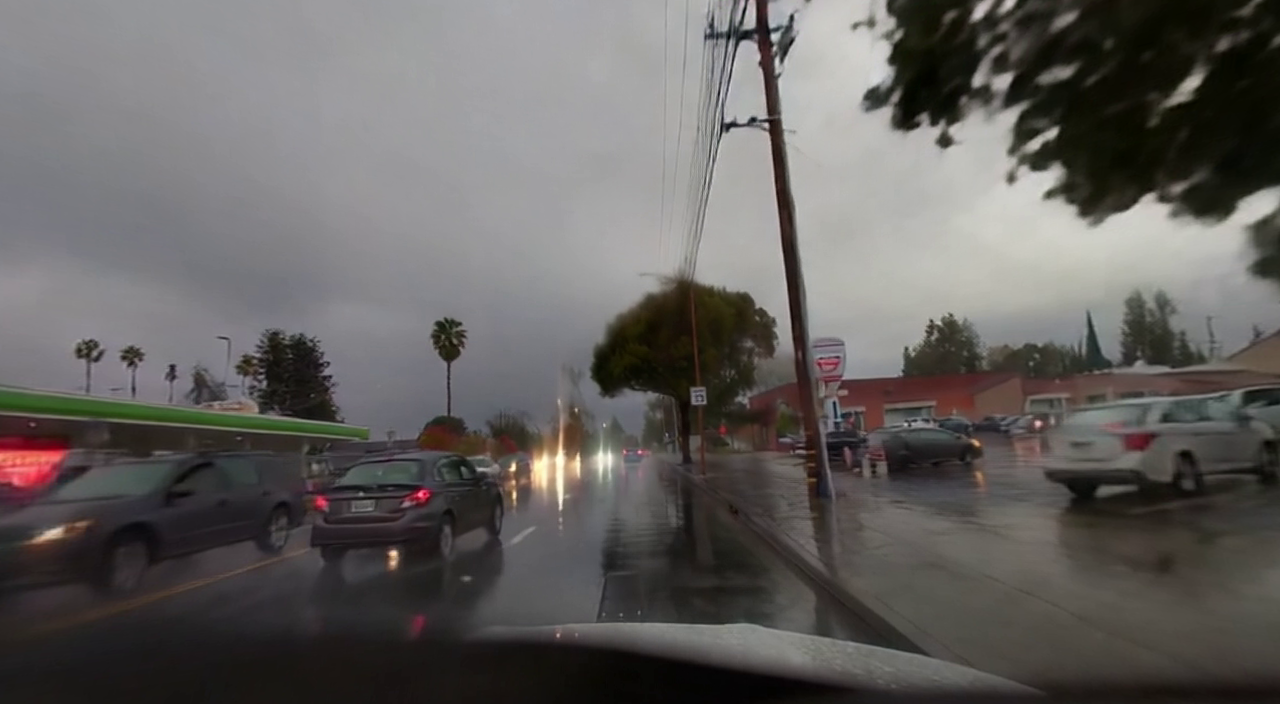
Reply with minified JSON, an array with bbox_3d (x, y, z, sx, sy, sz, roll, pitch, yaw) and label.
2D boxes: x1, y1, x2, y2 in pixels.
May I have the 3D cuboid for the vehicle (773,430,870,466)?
[{"bbox_3d":[8.000,4.217,27.750,4.000,1.440,1.746,5,-10,-30],"label":"vehicle"}]

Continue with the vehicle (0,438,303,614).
[{"bbox_3d":[-6.959,2.158,8.847,2.000,1.791,4.465,0,-9,0],"label":"vehicle"}]

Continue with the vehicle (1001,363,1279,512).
[{"bbox_3d":[7.478,1.235,9.040,4.344,1.674,1.912,5,-10,-29],"label":"vehicle"}]

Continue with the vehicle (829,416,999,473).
[{"bbox_3d":[8.221,2.769,18.913,4.713,1.518,2.035,4,-10,-27],"label":"vehicle"}]

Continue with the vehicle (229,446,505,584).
[{"bbox_3d":[-3.413,2.097,9.045,1.943,1.455,4.414,-1,-9,1],"label":"vehicle"}]
